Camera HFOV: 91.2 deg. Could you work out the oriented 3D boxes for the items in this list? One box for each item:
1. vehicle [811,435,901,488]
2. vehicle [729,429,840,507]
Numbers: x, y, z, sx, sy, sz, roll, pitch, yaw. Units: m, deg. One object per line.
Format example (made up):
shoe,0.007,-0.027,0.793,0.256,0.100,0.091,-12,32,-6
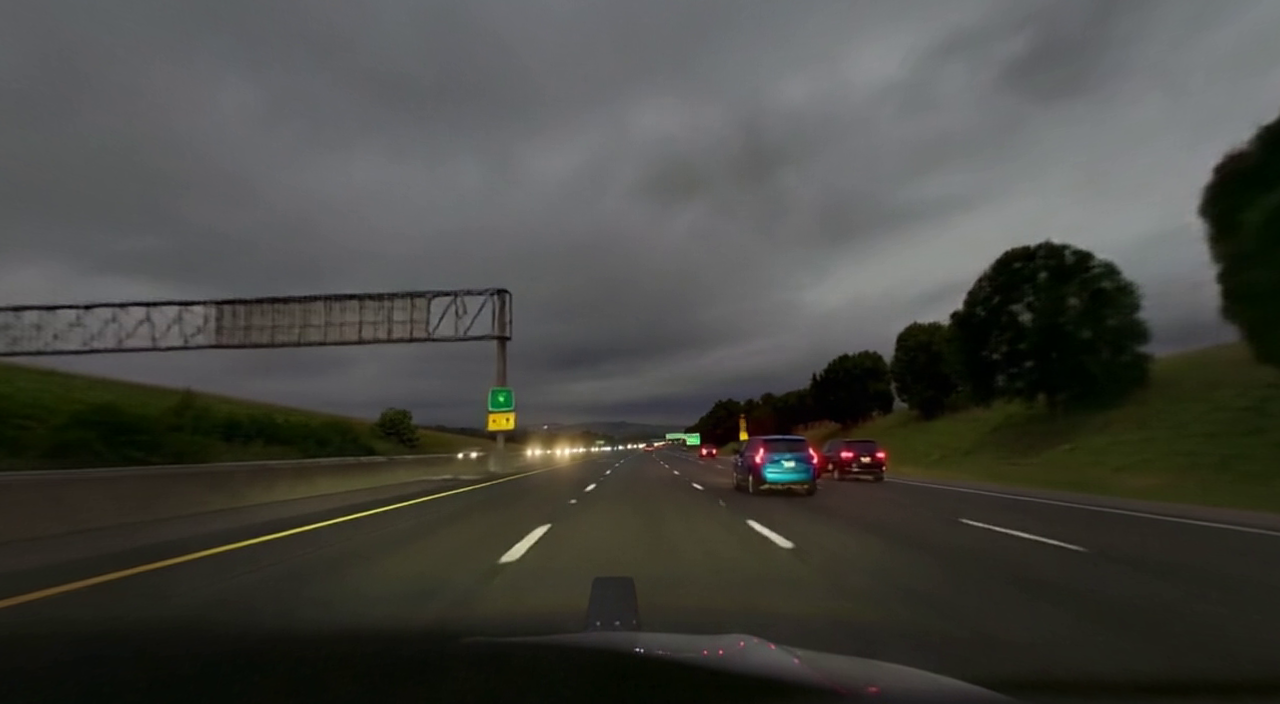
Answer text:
vehicle,8.018,4.101,23.652,1.898,1.798,3.805,0,-9,-2
vehicle,3.573,2.957,16.332,1.784,1.733,4.141,0,-9,-1
